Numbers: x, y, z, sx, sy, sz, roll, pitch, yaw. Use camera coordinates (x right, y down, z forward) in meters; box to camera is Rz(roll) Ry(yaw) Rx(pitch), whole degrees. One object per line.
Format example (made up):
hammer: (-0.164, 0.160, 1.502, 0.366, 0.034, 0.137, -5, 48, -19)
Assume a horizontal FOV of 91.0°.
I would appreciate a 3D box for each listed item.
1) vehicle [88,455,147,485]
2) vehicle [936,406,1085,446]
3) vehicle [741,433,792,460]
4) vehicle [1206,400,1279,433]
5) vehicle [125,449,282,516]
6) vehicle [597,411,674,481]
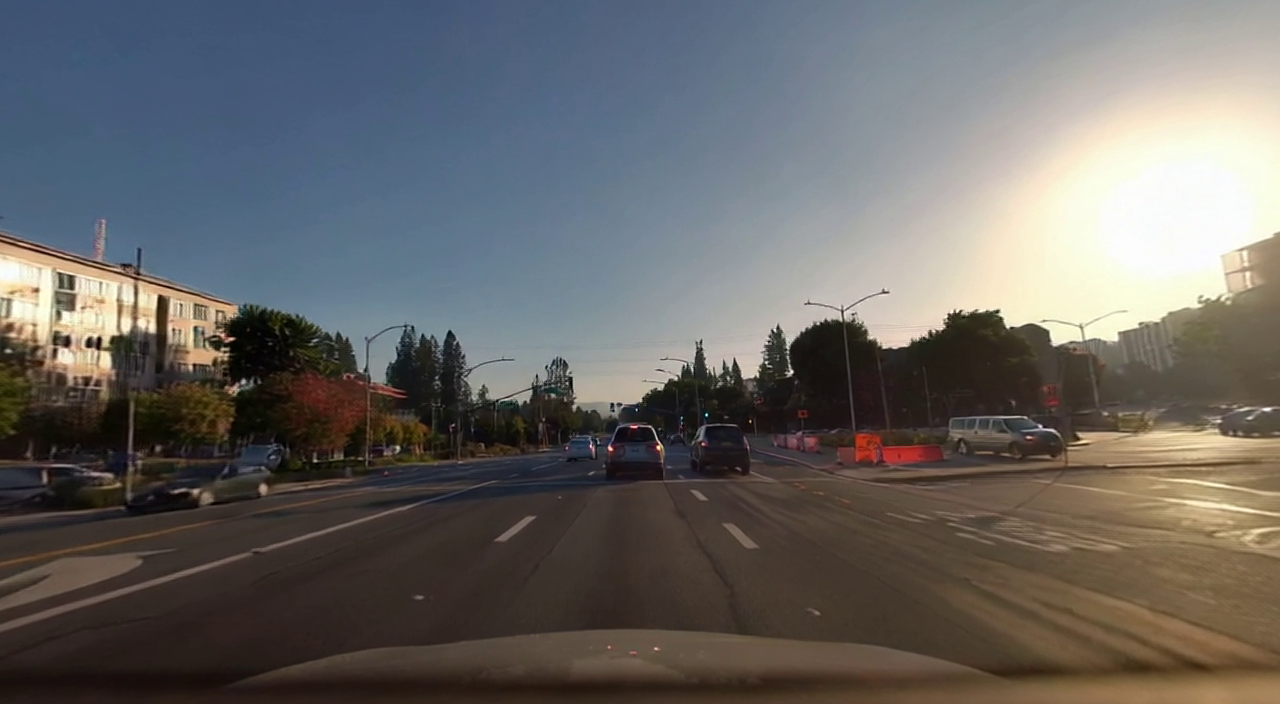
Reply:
vehicle: (-33.295, 7.447, 40.060, 4.692, 1.720, 1.941, -7, -11, 40)
vehicle: (14.929, 3.068, 25.504, 4.986, 1.467, 2.025, -6, -10, 34)
vehicle: (7.636, 5.635, 37.775, 2.145, 1.503, 4.267, -4, -9, 23)
vehicle: (30.988, 3.223, 31.196, 1.810, 1.448, 4.550, -1, -8, 4)
vehicle: (-12.661, 3.741, 18.620, 1.887, 1.536, 4.088, -5, -8, -2)
vehicle: (-0.204, 3.315, 22.205, 2.350, 2.122, 5.801, 0, -8, -2)
